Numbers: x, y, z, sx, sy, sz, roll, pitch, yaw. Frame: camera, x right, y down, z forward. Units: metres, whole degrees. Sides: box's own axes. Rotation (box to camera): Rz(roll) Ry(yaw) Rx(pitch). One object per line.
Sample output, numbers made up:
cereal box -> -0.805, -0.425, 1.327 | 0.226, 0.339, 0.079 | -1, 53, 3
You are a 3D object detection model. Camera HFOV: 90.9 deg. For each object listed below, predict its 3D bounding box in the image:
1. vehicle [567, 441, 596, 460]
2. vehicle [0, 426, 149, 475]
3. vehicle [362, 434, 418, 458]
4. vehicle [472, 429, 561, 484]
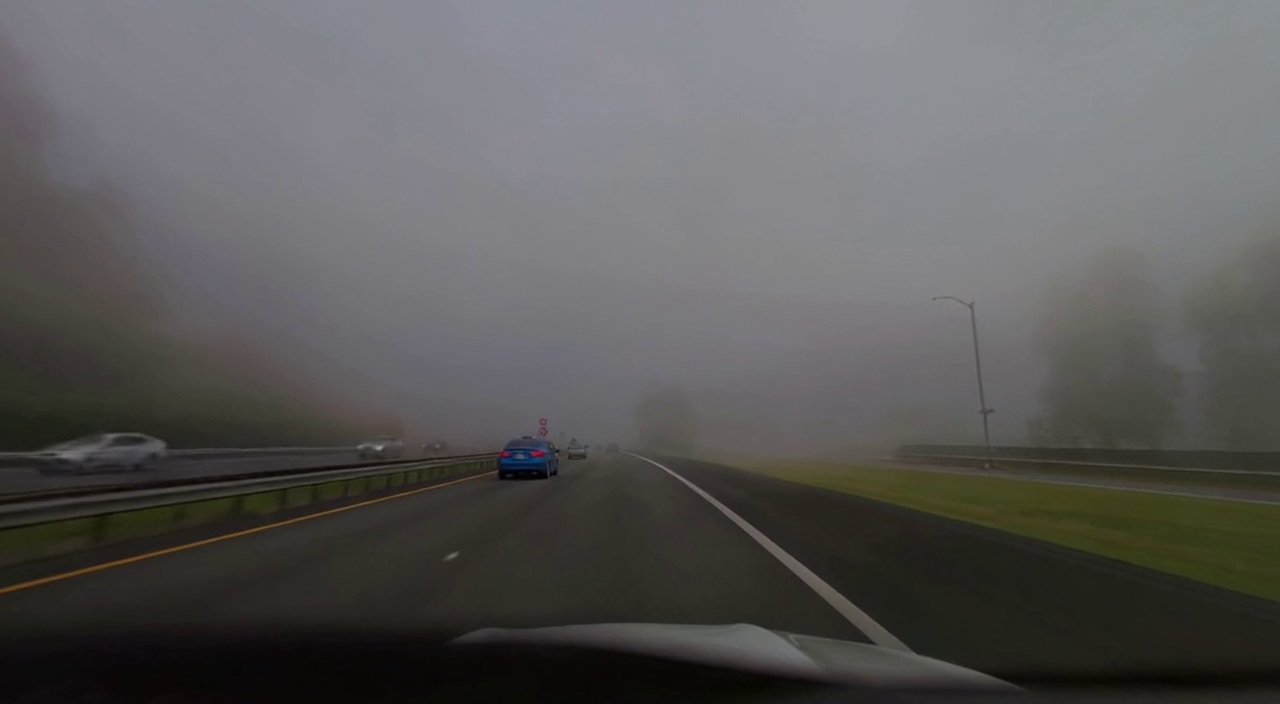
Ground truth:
vehicle -> -4.397, 7.431, 47.917 | 1.874, 1.369, 3.875 | 0, -8, -2
vehicle -> -19.754, 3.406, 22.023 | 1.885, 1.527, 4.124 | 0, -8, -2
vehicle -> -16.140, 6.100, 40.981 | 1.838, 1.473, 4.625 | 0, -8, -2
vehicle -> -3.954, 3.441, 21.056 | 2.047, 1.612, 4.631 | 0, -8, 0
